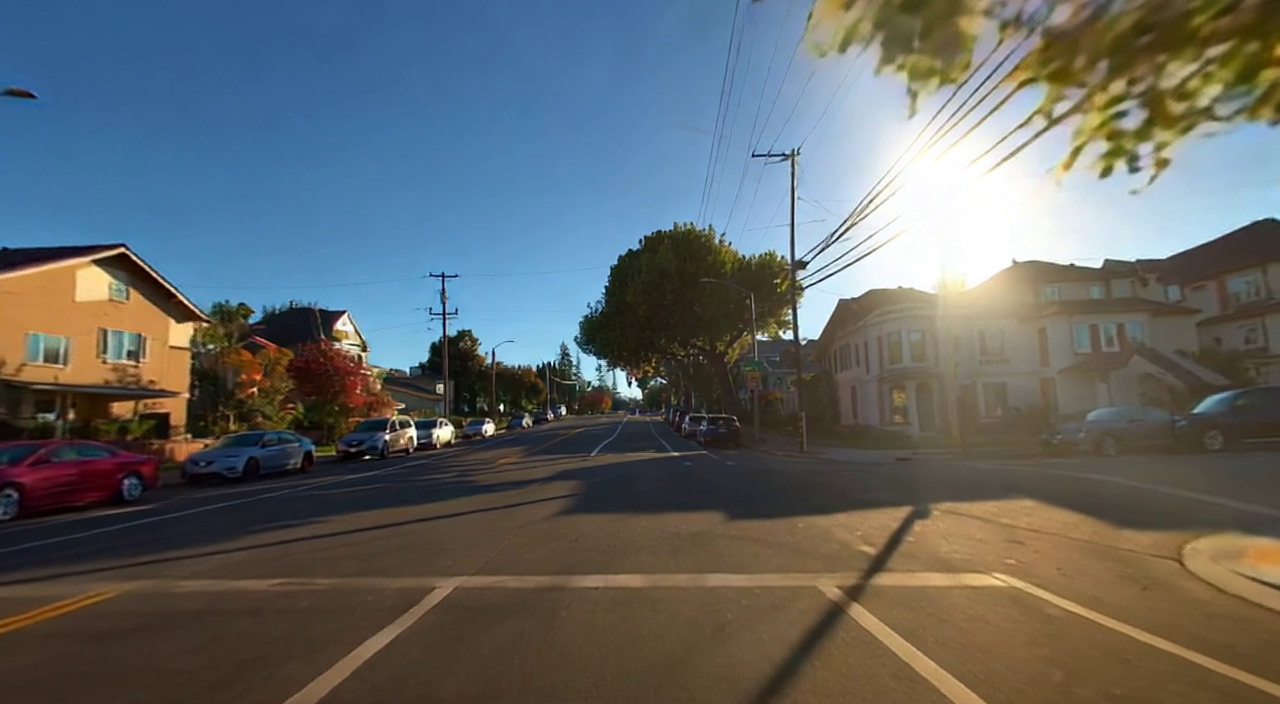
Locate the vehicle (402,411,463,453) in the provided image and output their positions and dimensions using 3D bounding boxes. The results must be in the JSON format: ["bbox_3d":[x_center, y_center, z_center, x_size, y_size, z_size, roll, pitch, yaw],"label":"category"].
[{"bbox_3d":[-11.349,4.353,34.819,1.926,1.998,4.447,-4,-5,-2],"label":"vehicle"}]

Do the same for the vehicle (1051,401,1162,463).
[{"bbox_3d":[13.785,2.306,18.566,2.122,1.474,4.313,-9,-8,41],"label":"vehicle"}]

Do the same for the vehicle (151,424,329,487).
[{"bbox_3d":[-11.126,2.904,18.103,2.082,1.540,4.654,0,-8,0],"label":"vehicle"}]

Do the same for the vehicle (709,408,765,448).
[{"bbox_3d":[4.344,3.531,28.957,1.867,1.680,4.176,0,-8,0],"label":"vehicle"}]

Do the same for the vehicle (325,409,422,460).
[{"bbox_3d":[-11.163,3.523,26.895,2.056,1.980,4.763,0,-8,-1],"label":"vehicle"}]

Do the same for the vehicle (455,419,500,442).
[{"bbox_3d":[-11.207,5.448,43.736,2.051,1.520,4.374,0,-8,-1],"label":"vehicle"}]

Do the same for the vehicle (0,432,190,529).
[{"bbox_3d":[-11.057,2.259,11.627,1.970,1.523,4.702,-1,-8,2],"label":"vehicle"}]
